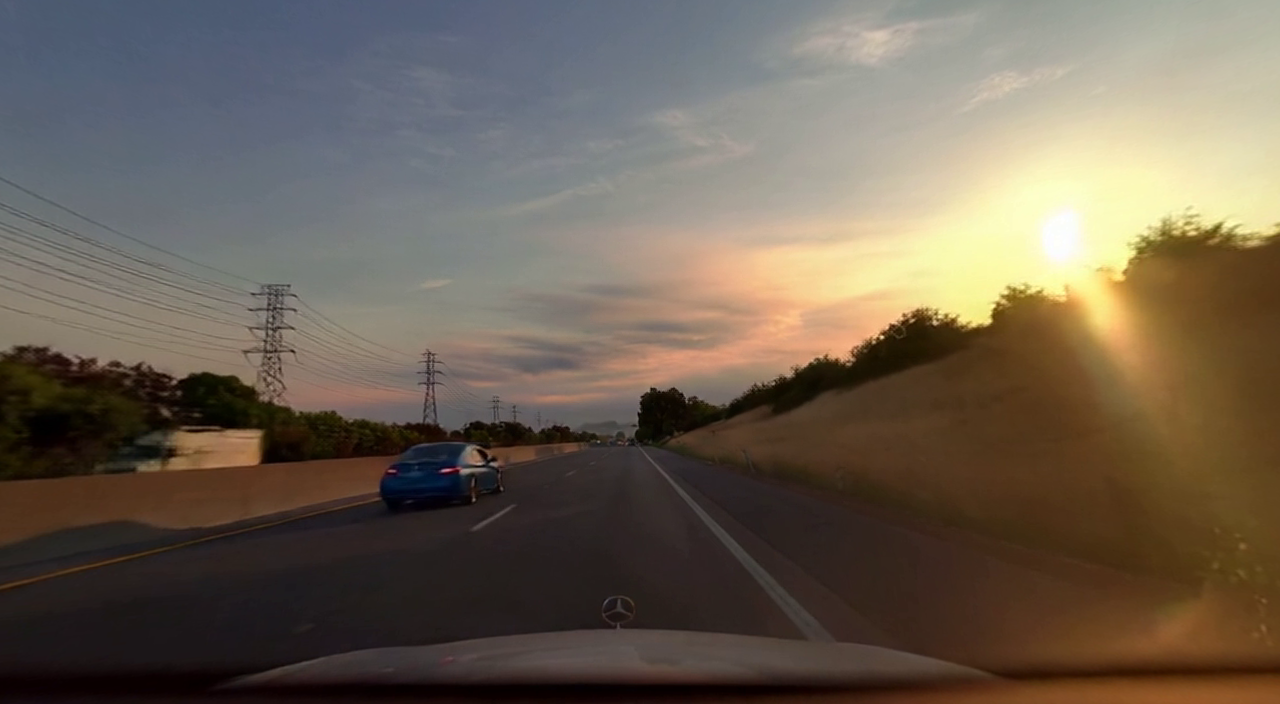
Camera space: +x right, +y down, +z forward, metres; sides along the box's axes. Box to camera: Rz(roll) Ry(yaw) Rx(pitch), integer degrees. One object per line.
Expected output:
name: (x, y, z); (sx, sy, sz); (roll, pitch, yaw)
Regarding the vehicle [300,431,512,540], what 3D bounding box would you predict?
vehicle: (-3.972, 2.316, 11.770); (2.158, 1.604, 4.679); (0, -8, 0)
